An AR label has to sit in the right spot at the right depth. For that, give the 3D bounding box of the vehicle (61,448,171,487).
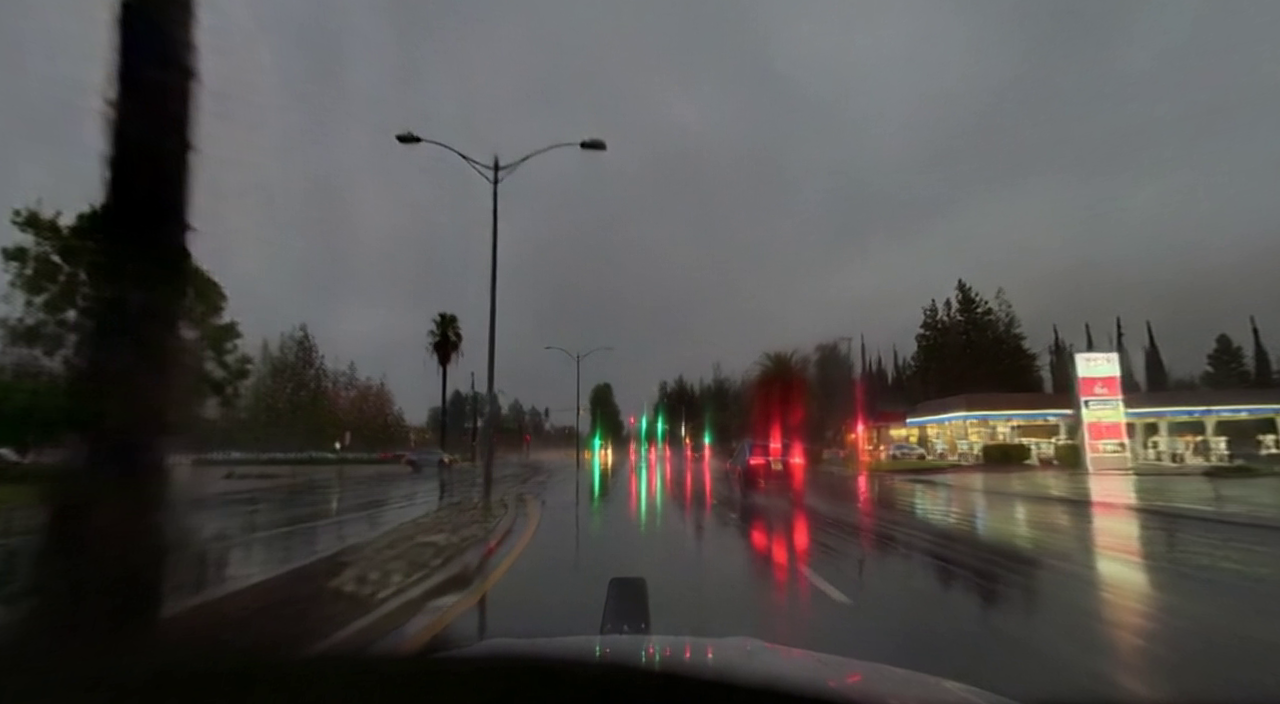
[{"bbox_3d":[-25.556,5.576,30.796,1.867,1.699,3.782,-8,-11,42],"label":"vehicle"}]

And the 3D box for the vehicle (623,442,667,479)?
[{"bbox_3d":[0.240,5.204,30.636,1.991,1.664,3.814,0,-8,0],"label":"vehicle"}]

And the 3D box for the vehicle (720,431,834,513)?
[{"bbox_3d":[3.220,2.896,15.646,1.872,1.752,3.896,0,-8,-1],"label":"vehicle"}]

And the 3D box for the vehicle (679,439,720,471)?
[{"bbox_3d":[3.853,6.749,41.426,2.154,1.975,4.634,0,-8,-1],"label":"vehicle"}]
